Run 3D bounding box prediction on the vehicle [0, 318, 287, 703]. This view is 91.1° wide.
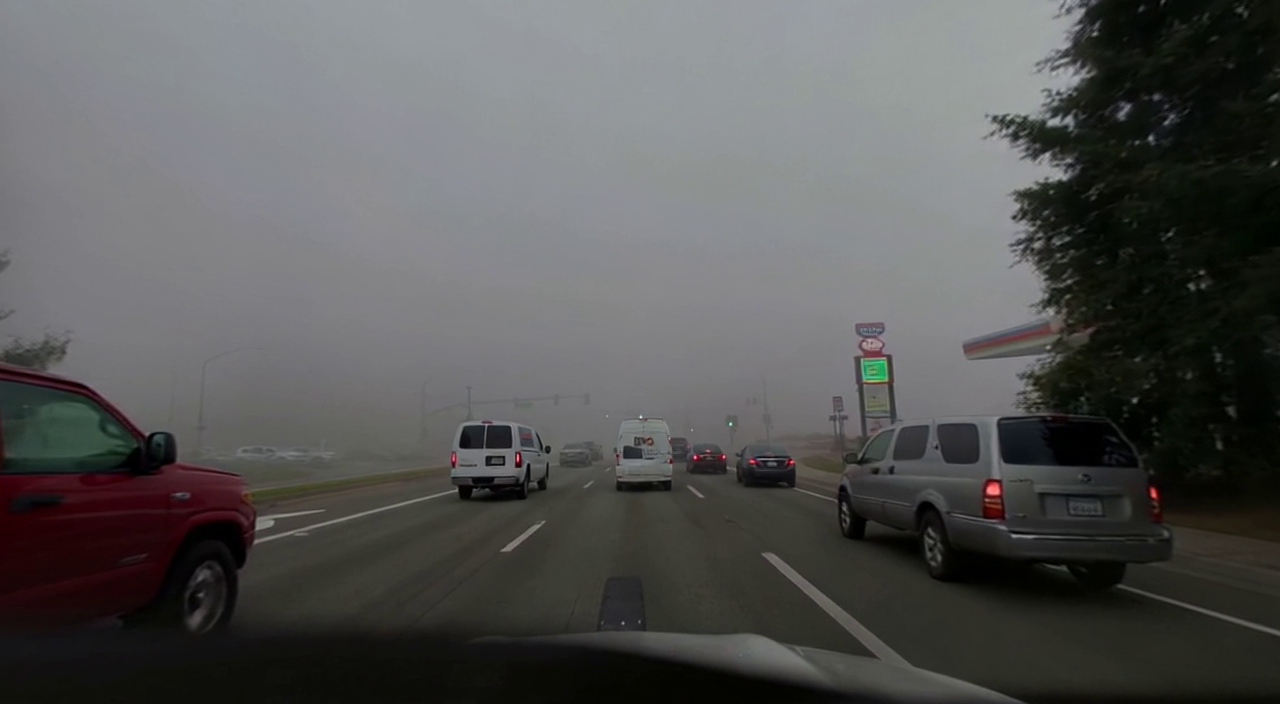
[{"bbox_3d":[-3.489,0.638,1.666,2.002,1.747,5.173,0,-8,1],"label":"vehicle"}]

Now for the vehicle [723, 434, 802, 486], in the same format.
[{"bbox_3d":[4.385,3.920,23.179,2.119,1.696,4.623,0,-8,2],"label":"vehicle"}]

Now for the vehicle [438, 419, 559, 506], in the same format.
[{"bbox_3d":[-3.509,2.863,16.694,2.025,1.936,4.995,0,-8,0],"label":"vehicle"}]

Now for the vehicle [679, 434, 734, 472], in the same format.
[{"bbox_3d":[3.294,5.111,31.983,2.193,1.795,5.130,0,-8,0],"label":"vehicle"}]

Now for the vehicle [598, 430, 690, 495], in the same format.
[{"bbox_3d":[0.073,3.338,19.444,2.426,1.703,5.602,0,-8,-1],"label":"vehicle"}]

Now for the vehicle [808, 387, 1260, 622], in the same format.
[{"bbox_3d":[3.673,1.517,7.284,2.055,1.786,4.817,0,-8,-1],"label":"vehicle"}]
